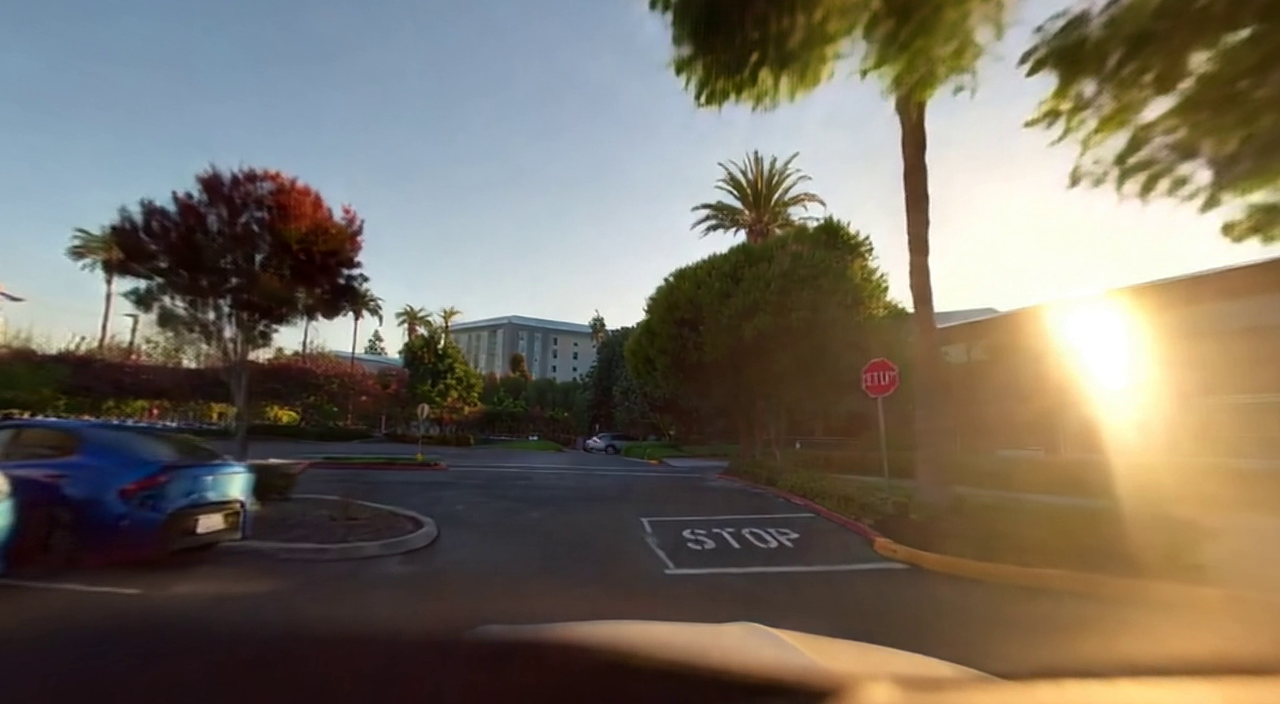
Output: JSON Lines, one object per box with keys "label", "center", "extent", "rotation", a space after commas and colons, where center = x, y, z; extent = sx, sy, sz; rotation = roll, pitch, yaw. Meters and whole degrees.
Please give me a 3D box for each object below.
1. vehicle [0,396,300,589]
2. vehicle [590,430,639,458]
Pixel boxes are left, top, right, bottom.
{"label": "vehicle", "center": [-6.516, 1.413, 6.920], "extent": [4.615, 1.642, 1.978], "rotation": [-2, -9, 12]}
{"label": "vehicle", "center": [-1.690, 5.933, 40.667], "extent": [2.071, 1.700, 4.367], "rotation": [3, -9, -18]}
